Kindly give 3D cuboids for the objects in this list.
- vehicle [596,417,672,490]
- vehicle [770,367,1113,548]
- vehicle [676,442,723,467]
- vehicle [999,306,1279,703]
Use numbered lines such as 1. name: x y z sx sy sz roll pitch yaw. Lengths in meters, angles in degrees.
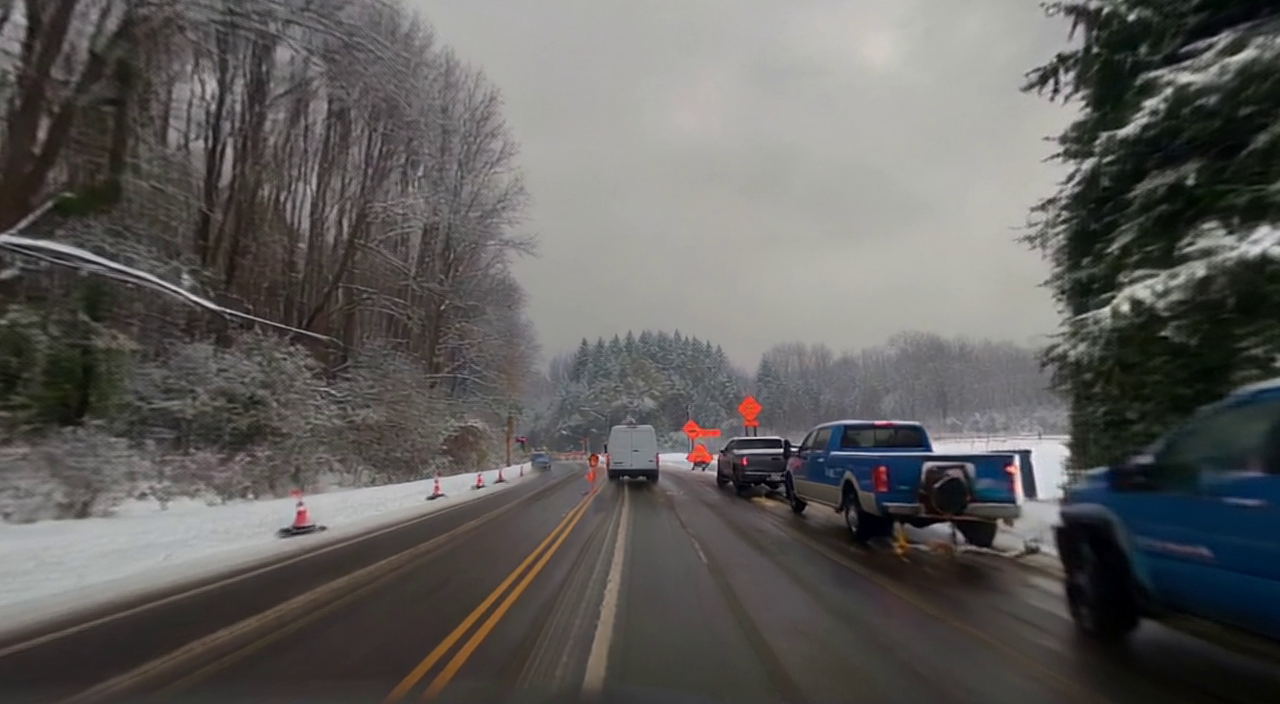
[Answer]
1. vehicle: -0.254 3.514 22.111 2.362 2.247 4.892 0 -9 -2
2. vehicle: 4.277 1.745 10.940 2.613 2.153 6.713 0 -8 0
3. vehicle: 3.483 6.108 37.717 2.277 1.299 3.889 -3 -9 -3
4. vehicle: 4.323 0.674 2.529 2.202 1.980 5.978 0 -8 -1
